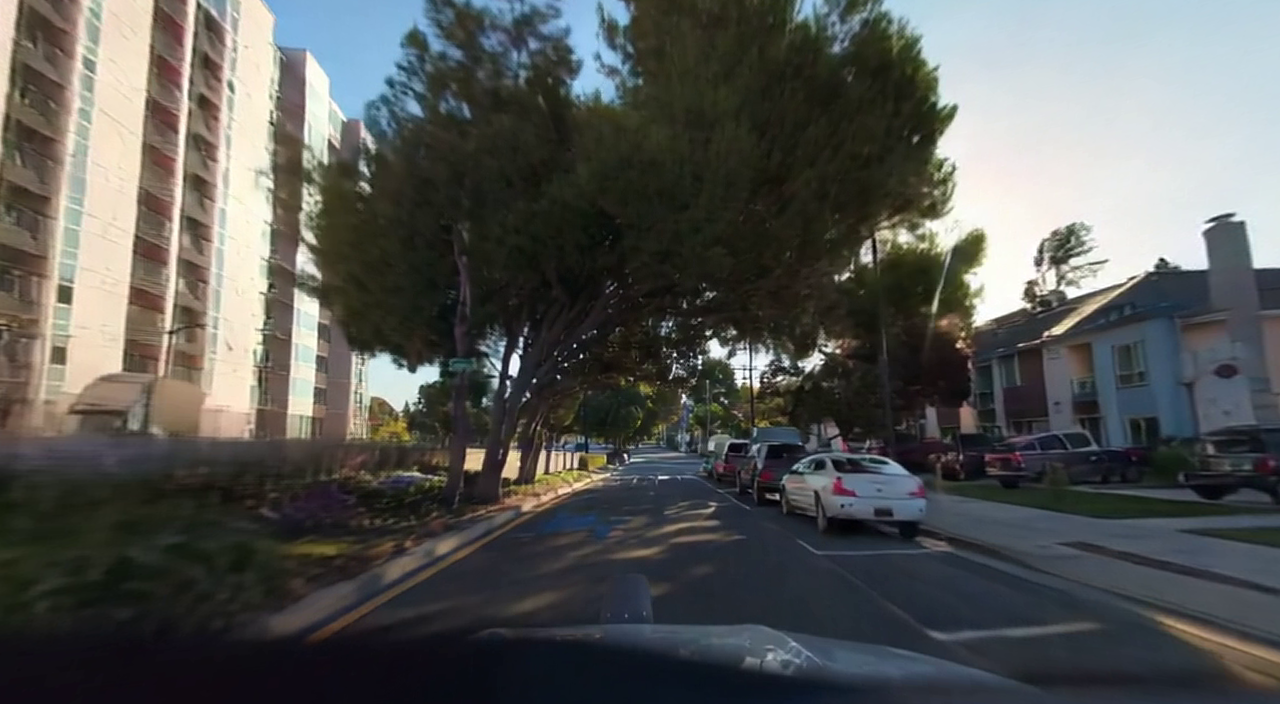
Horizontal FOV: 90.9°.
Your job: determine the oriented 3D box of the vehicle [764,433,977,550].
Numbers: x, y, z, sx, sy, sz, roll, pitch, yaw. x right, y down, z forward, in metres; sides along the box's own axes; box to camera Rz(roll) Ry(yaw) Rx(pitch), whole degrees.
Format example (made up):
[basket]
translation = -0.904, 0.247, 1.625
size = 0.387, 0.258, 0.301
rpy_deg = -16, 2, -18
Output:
[vehicle]
translation = 3.326, 2.084, 10.161
size = 1.848, 1.442, 4.425
rpy_deg = 0, -9, 1
